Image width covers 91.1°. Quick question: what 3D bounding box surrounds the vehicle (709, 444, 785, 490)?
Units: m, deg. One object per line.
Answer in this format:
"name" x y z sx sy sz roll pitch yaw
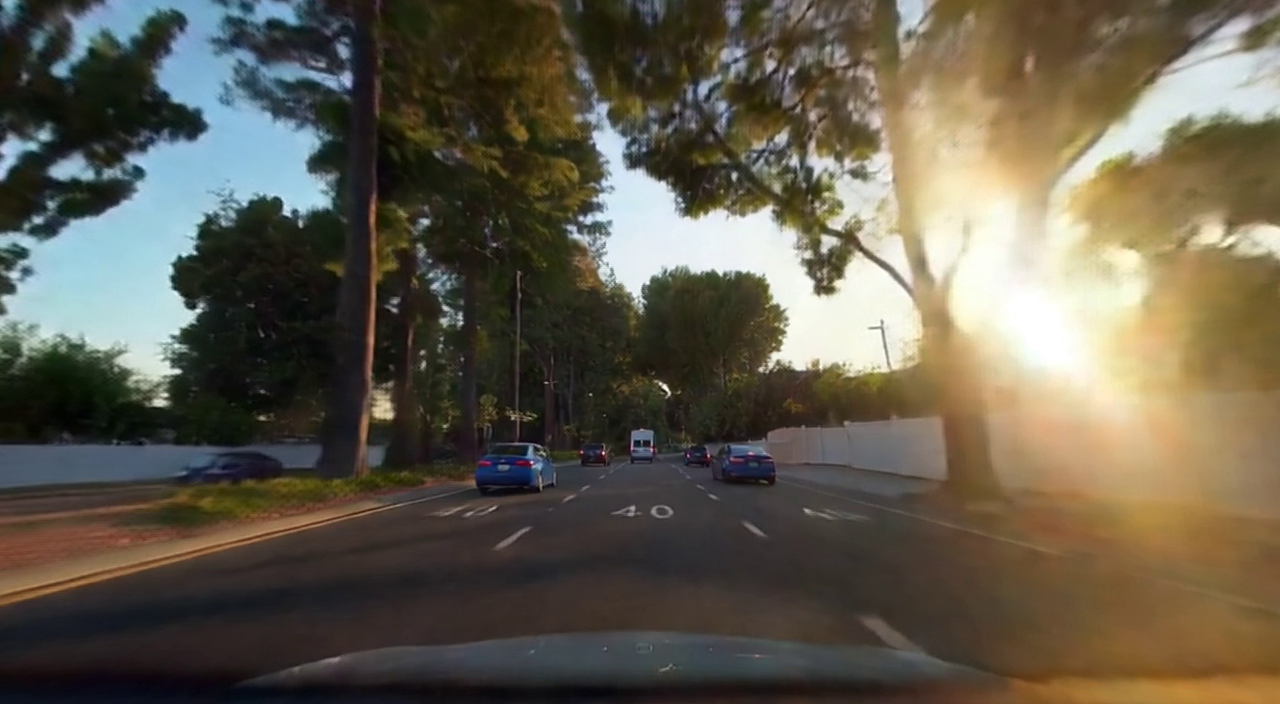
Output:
"vehicle" 3.681 4.019 22.362 1.945 1.469 4.258 0 -8 0

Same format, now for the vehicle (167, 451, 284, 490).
"vehicle" -17.821 5.072 27.299 1.852 1.471 4.746 0 -8 0

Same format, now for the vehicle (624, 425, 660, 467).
"vehicle" 0.181 6.618 44.108 2.311 2.726 5.814 0 -8 1

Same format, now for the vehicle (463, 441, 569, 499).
"vehicle" -3.435 3.354 18.377 2.036 1.474 4.647 0 -8 2

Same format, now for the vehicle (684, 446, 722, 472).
"vehicle" 3.896 6.705 39.639 1.905 1.520 4.340 2 -8 -1

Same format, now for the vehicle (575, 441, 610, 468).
"vehicle" -3.199 7.047 43.308 2.021 1.715 4.329 0 -8 1
